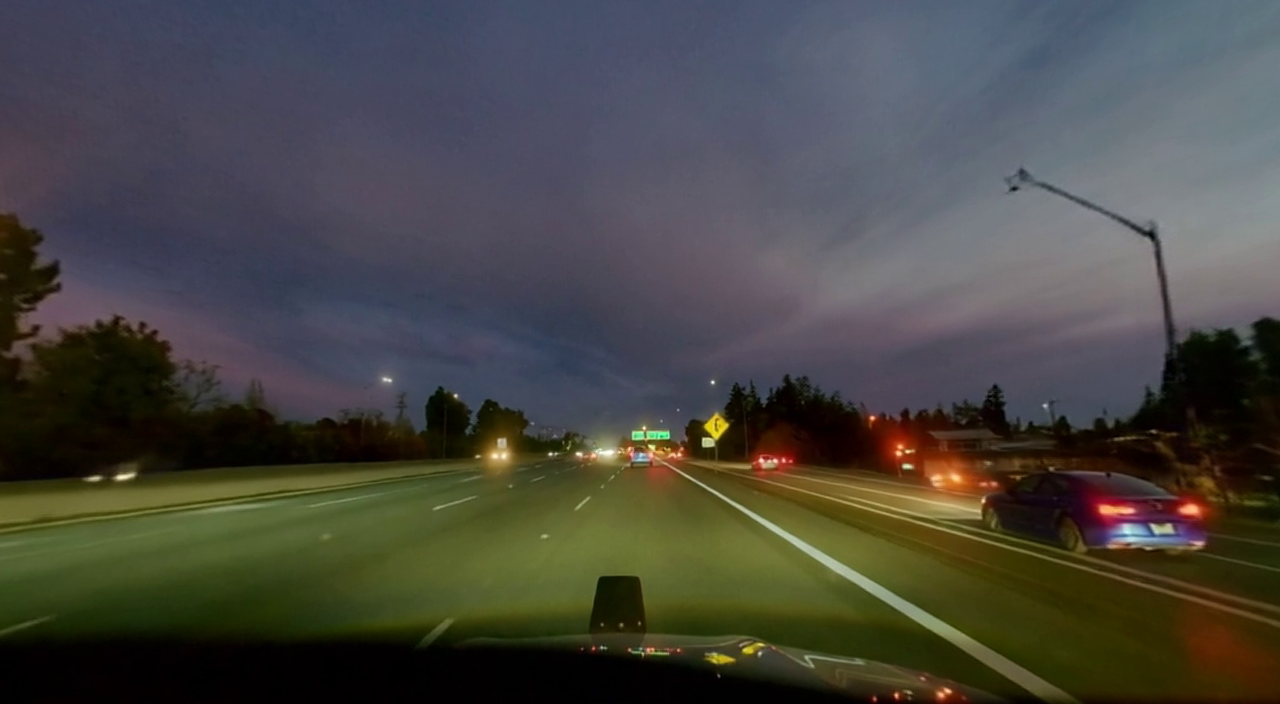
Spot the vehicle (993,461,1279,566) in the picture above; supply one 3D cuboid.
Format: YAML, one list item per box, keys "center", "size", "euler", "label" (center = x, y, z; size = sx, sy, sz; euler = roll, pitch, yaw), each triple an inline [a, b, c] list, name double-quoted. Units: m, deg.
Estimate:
- center: [12.182, 3.837, 15.984]
  size: [2.599, 1.962, 5.759]
  euler: [1, -8, -7]
  label: "vehicle"

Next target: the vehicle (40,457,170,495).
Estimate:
- center: [-23.572, 5.446, 28.043]
  size: [2.029, 1.448, 4.262]
  euler: [0, -8, 1]
  label: "vehicle"

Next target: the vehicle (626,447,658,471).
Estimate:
- center: [0.155, 7.153, 42.324]
  size: [2.051, 1.443, 3.770]
  euler: [0, -8, 0]
  label: "vehicle"
